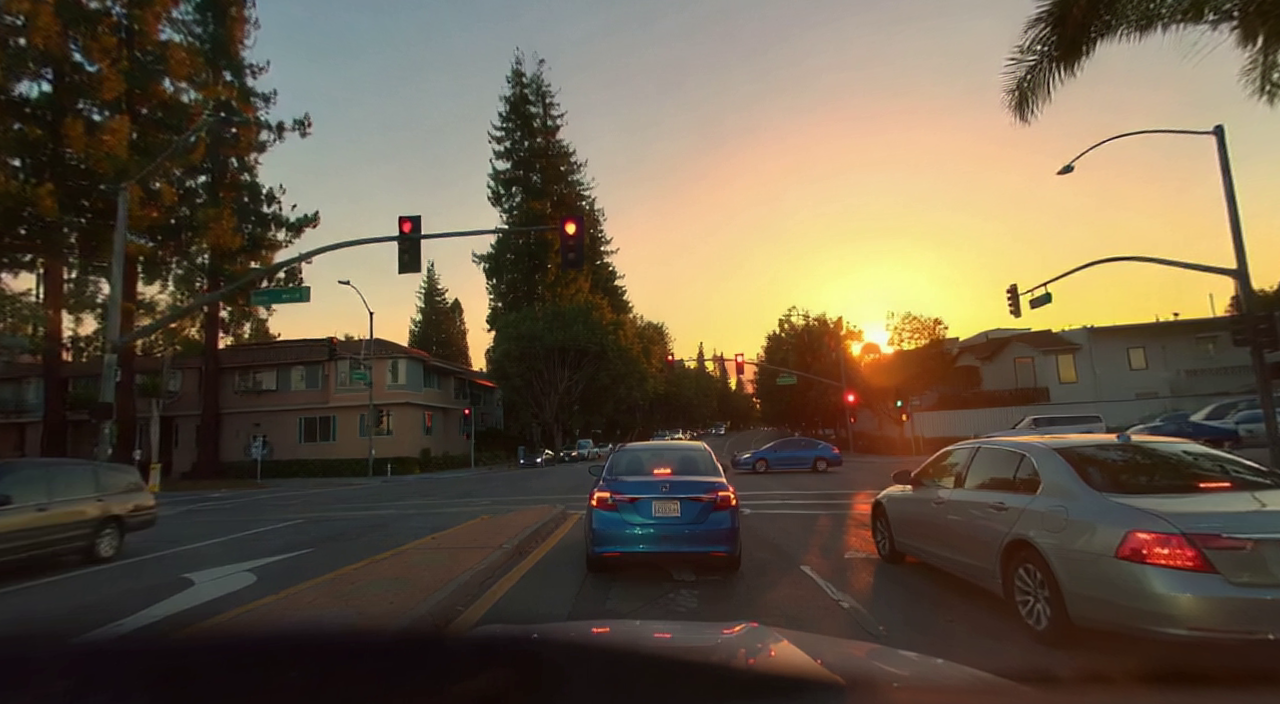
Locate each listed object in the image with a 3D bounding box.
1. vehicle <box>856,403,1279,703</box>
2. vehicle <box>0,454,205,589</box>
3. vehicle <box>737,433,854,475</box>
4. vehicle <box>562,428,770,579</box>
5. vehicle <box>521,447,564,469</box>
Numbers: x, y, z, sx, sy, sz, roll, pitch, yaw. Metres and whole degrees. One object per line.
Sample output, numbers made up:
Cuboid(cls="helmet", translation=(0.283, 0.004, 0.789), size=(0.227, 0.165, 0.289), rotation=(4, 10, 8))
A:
Cuboid(cls="vehicle", translation=(3.655, 1.343, 5.428), size=(1.888, 1.486, 4.681), rotation=(0, -9, -1))
Cuboid(cls="vehicle", translation=(-8.105, 2.036, 7.785), size=(1.852, 1.487, 4.406), rotation=(-2, -9, 10))
Cuboid(cls="vehicle", translation=(6.840, 4.474, 27.865), size=(4.577, 1.705, 1.996), rotation=(2, -9, -18))
Cuboid(cls="vehicle", translation=(0.299, 1.821, 8.328), size=(2.090, 1.505, 3.756), rotation=(-1, -9, 1))
Cuboid(cls="vehicle", translation=(-6.917, 7.582, 45.305), size=(2.093, 1.476, 4.278), rotation=(-1, -9, 4))
